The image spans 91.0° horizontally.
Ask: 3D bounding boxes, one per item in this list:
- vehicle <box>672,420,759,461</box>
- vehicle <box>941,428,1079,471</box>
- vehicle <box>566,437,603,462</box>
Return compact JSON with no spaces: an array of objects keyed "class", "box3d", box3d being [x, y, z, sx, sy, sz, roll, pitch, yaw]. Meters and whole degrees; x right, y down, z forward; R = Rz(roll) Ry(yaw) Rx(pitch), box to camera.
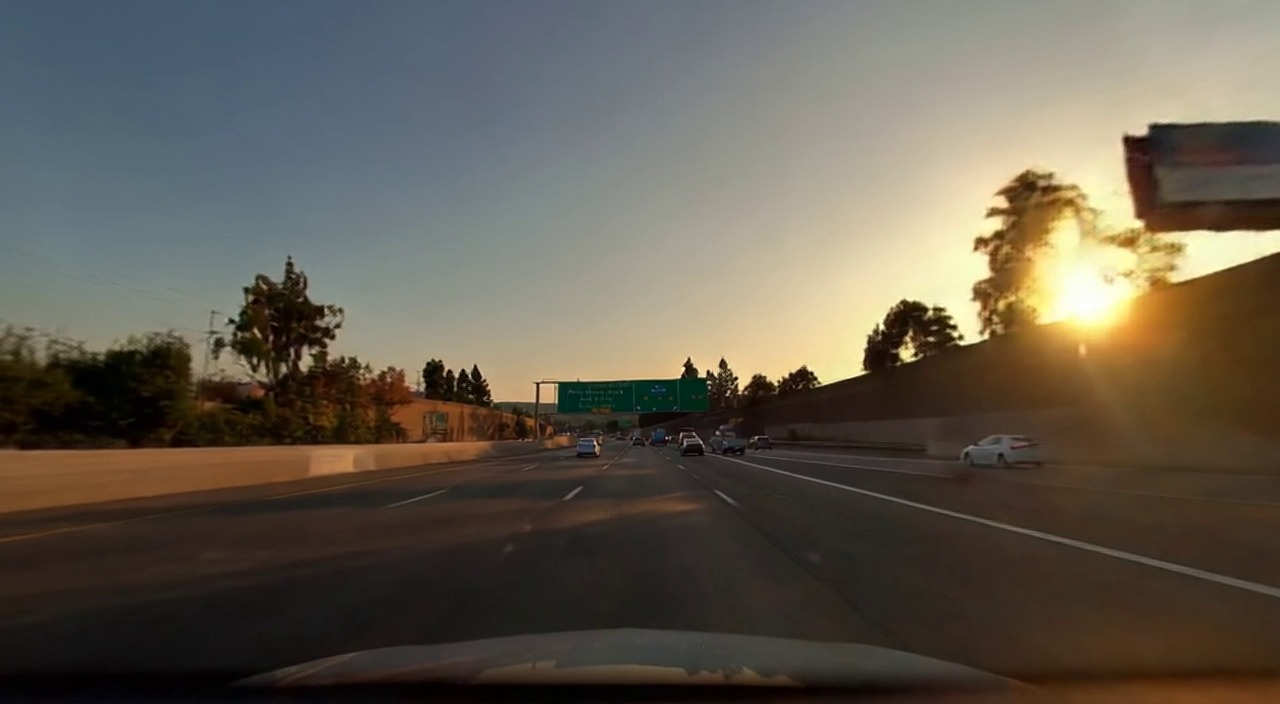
[{"class":"vehicle","box3d":[4.025,5.346,37.699,3.042,2.004,14.051,0,-8,-2]},{"class":"vehicle","box3d":[17.324,4.599,29.926,2.261,1.824,5.678,2,-9,-12]},{"class":"vehicle","box3d":[-3.567,6.351,41.181,2.066,1.500,4.415,0,-8,0]}]
